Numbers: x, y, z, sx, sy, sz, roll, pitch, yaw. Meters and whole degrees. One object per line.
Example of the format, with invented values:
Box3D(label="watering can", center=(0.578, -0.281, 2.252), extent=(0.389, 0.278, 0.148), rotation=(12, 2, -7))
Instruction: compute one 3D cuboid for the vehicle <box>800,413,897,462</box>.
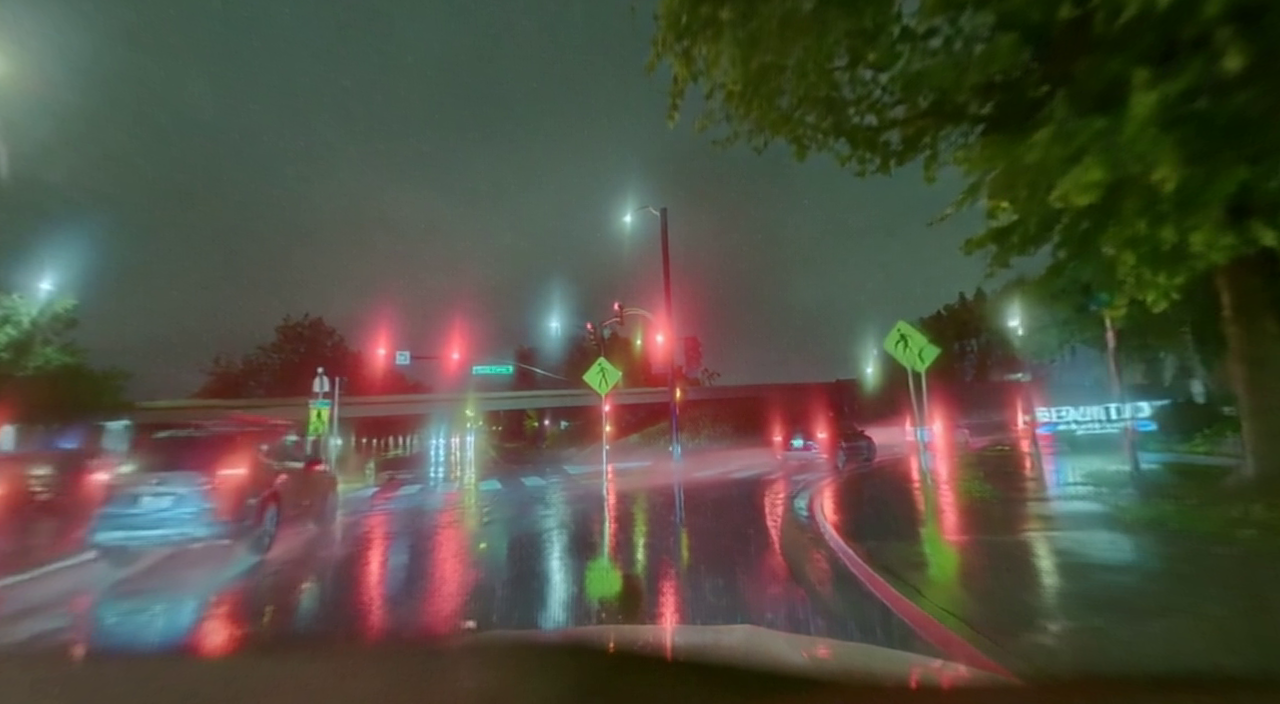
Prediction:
Box3D(label="vehicle", center=(7.745, 3.164, 23.261), extent=(1.908, 1.622, 4.166), rotation=(-7, -11, 39))

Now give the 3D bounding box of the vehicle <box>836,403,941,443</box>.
Box3D(label="vehicle", center=(13.069, 3.770, 33.208), extent=(5.144, 1.954, 2.122), rotation=(4, -9, -27))

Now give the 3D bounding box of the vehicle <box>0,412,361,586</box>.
Box3D(label="vehicle", center=(-5.796, 1.859, 9.138), extent=(2.066, 1.672, 5.581), rotation=(2, -9, -12))
